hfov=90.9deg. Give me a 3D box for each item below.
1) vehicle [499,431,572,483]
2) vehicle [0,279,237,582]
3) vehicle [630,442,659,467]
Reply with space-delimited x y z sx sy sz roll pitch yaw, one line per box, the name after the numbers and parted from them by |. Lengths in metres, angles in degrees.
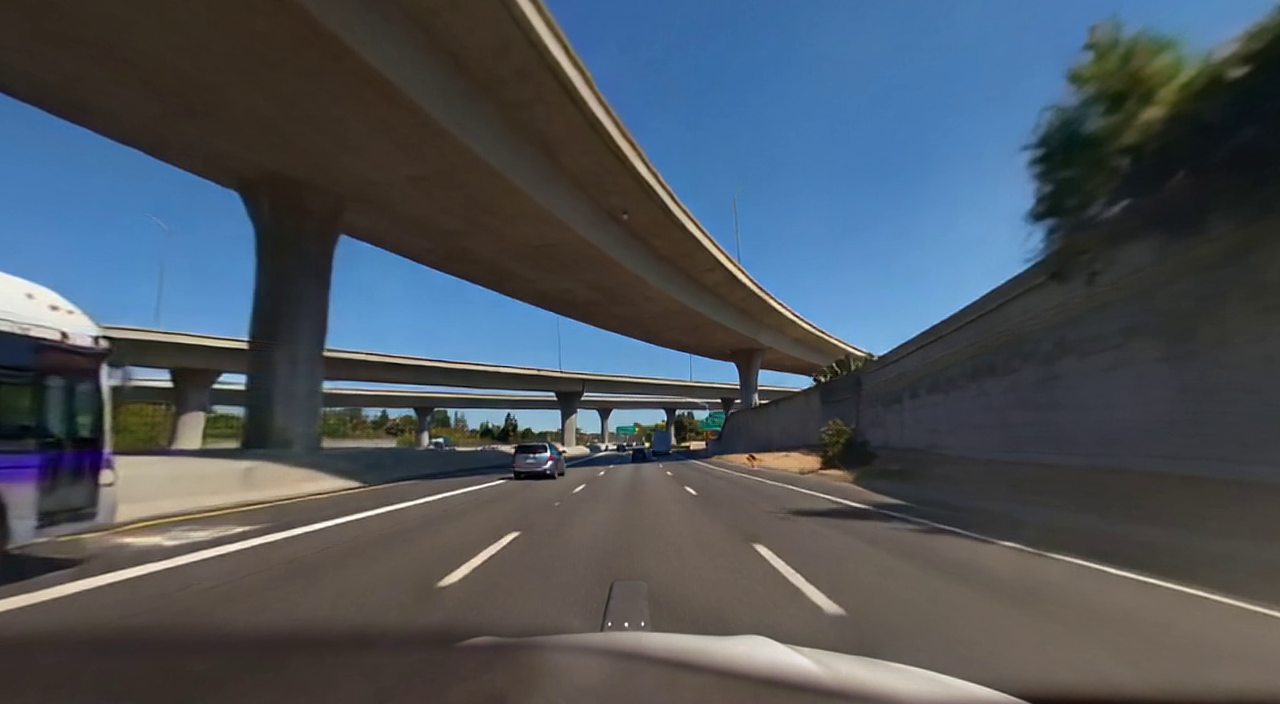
-4.167 4.318 26.022 2.147 1.918 4.834 0 -9 0 | vehicle
-7.620 0.658 5.464 2.872 2.890 7.923 0 -9 1 | vehicle
0.267 7.500 46.070 2.052 1.711 4.223 0 -9 -1 | vehicle
